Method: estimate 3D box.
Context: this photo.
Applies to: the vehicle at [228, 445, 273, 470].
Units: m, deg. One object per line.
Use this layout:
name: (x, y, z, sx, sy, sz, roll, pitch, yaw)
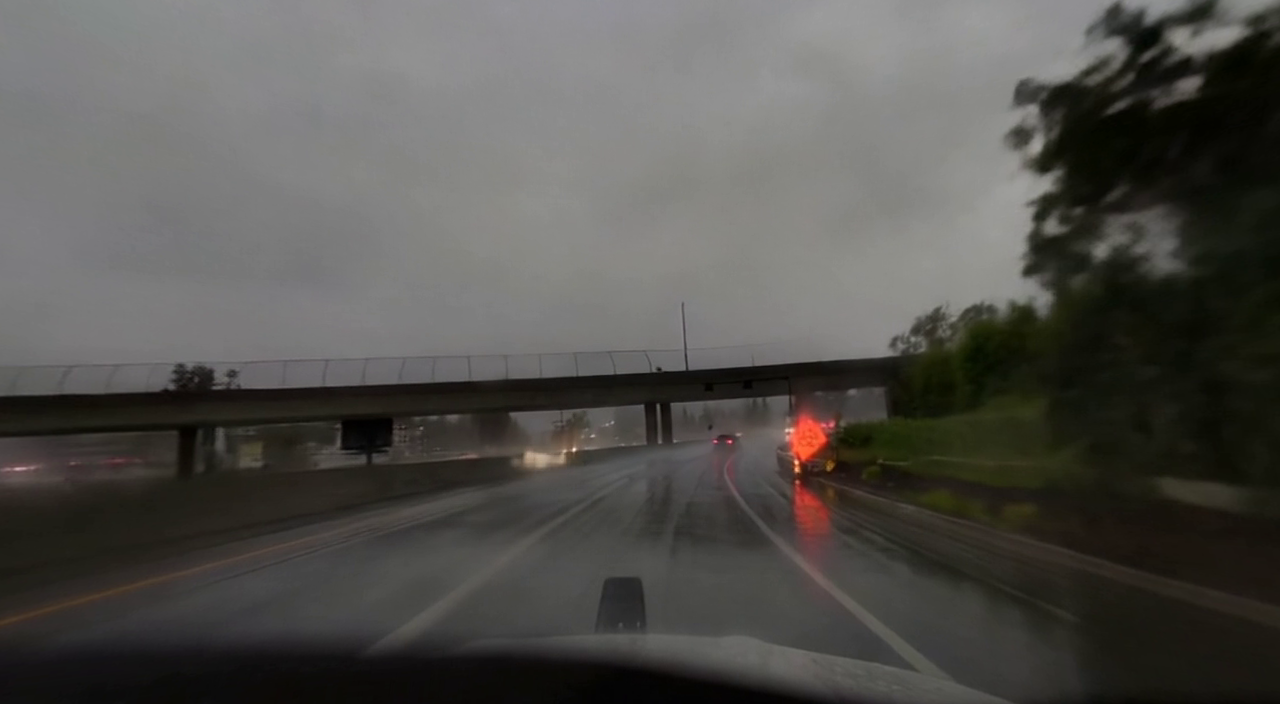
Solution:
vehicle: (-29.798, 8.025, 48.225, 1.878, 1.761, 4.049, 2, -8, -17)
